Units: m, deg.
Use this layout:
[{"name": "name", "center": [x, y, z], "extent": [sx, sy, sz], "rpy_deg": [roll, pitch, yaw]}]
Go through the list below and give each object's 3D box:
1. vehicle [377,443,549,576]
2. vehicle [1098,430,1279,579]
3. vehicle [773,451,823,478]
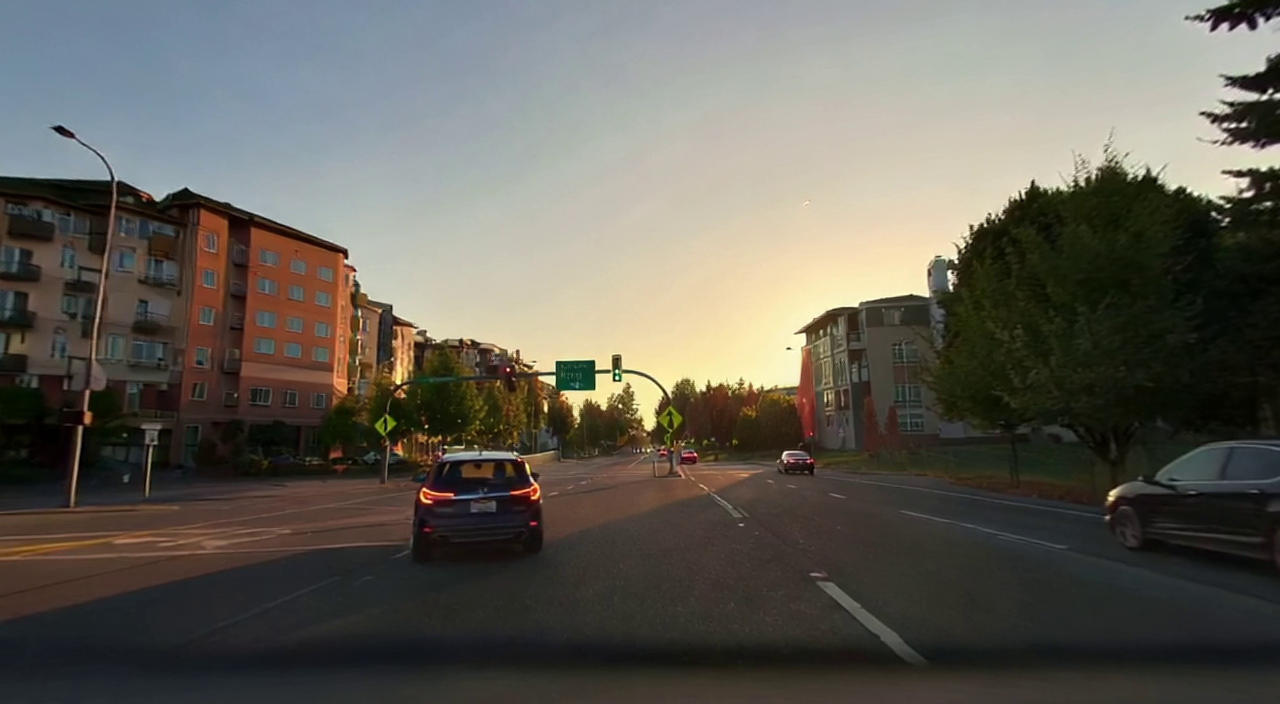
[{"name": "vehicle", "center": [-2.767, 2.180, 9.486], "extent": [2.014, 1.525, 3.670], "rpy_deg": [3, -9, -20]}, {"name": "vehicle", "center": [7.901, 1.708, 7.247], "extent": [2.007, 1.586, 4.210], "rpy_deg": [-1, -9, 0]}, {"name": "vehicle", "center": [9.234, 6.592, 37.004], "extent": [1.931, 1.475, 4.092], "rpy_deg": [-1, -9, 1]}]
